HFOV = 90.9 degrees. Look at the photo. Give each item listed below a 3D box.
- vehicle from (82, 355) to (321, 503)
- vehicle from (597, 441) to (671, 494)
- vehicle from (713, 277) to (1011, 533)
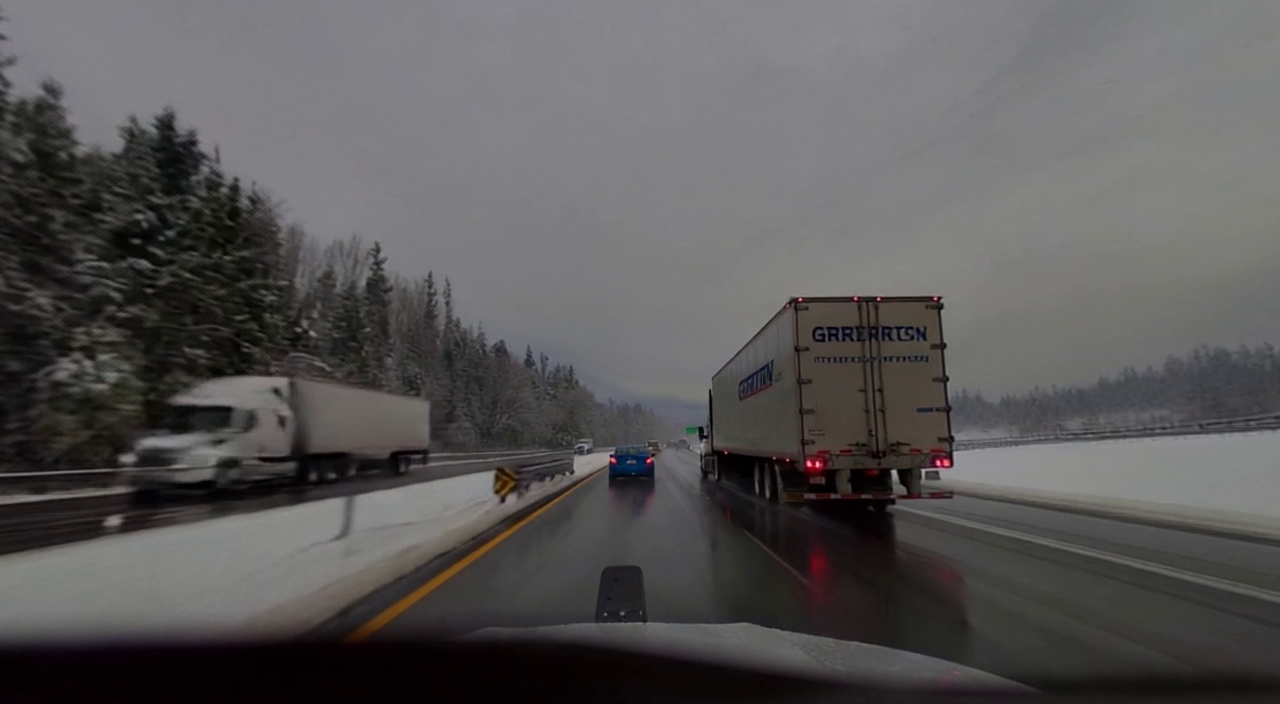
[{"bbox_3d":[-13.066,2.482,19.626,3.028,3.921,5.723,0,-9,1],"label":"vehicle"},{"bbox_3d":[-0.161,3.601,19.852,2.074,1.475,3.960,0,-9,0],"label":"vehicle"},{"bbox_3d":[4.292,1.930,17.162,2.909,4.074,14.457,0,-9,0],"label":"vehicle"}]
